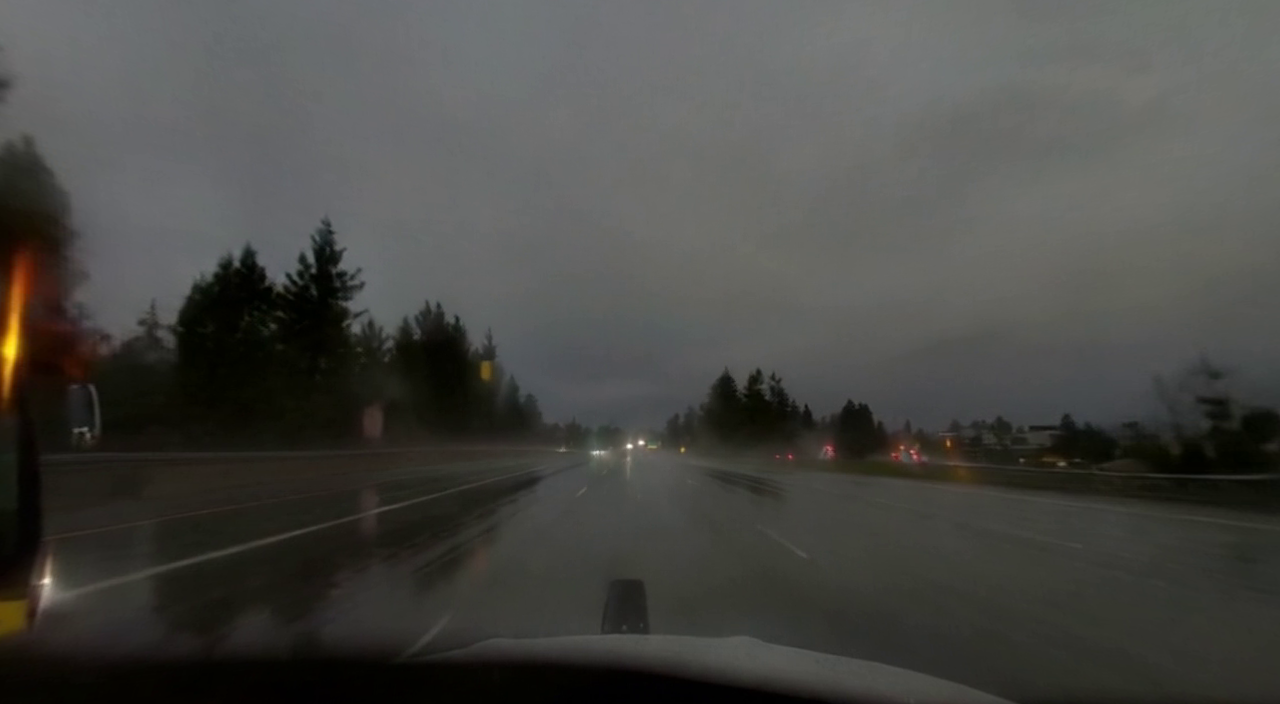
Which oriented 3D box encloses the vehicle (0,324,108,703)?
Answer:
[{"bbox_3d":[-4.349,0.559,1.141,2.127,1.985,5.205,0,-8,1],"label":"vehicle"}]
